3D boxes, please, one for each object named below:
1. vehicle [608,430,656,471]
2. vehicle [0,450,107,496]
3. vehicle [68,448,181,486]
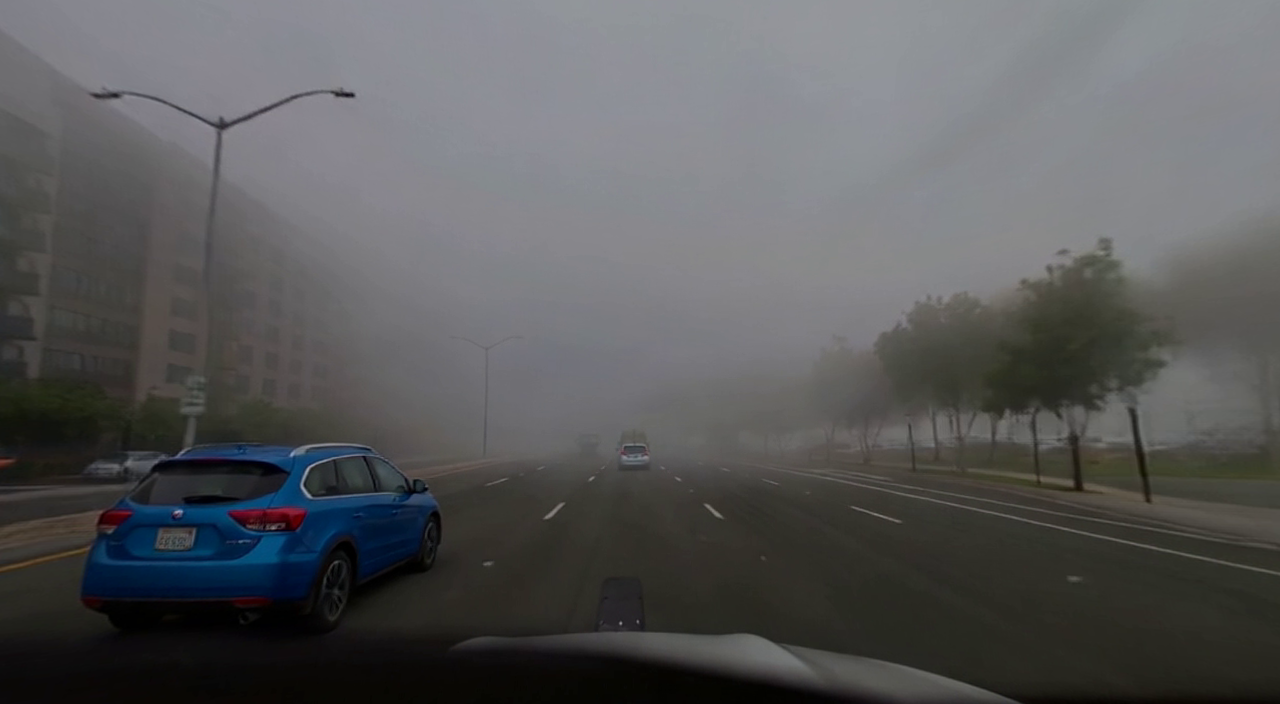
[{"bbox_3d":[-0.424,4.965,32.011,2.260,1.872,4.578,0,-8,-1],"label":"vehicle"},{"bbox_3d":[-26.769,5.270,27.987,1.992,1.798,4.987,0,-8,-1],"label":"vehicle"},{"bbox_3d":[-27.062,6.013,33.452,1.978,1.835,4.932,0,-8,-3],"label":"vehicle"}]
